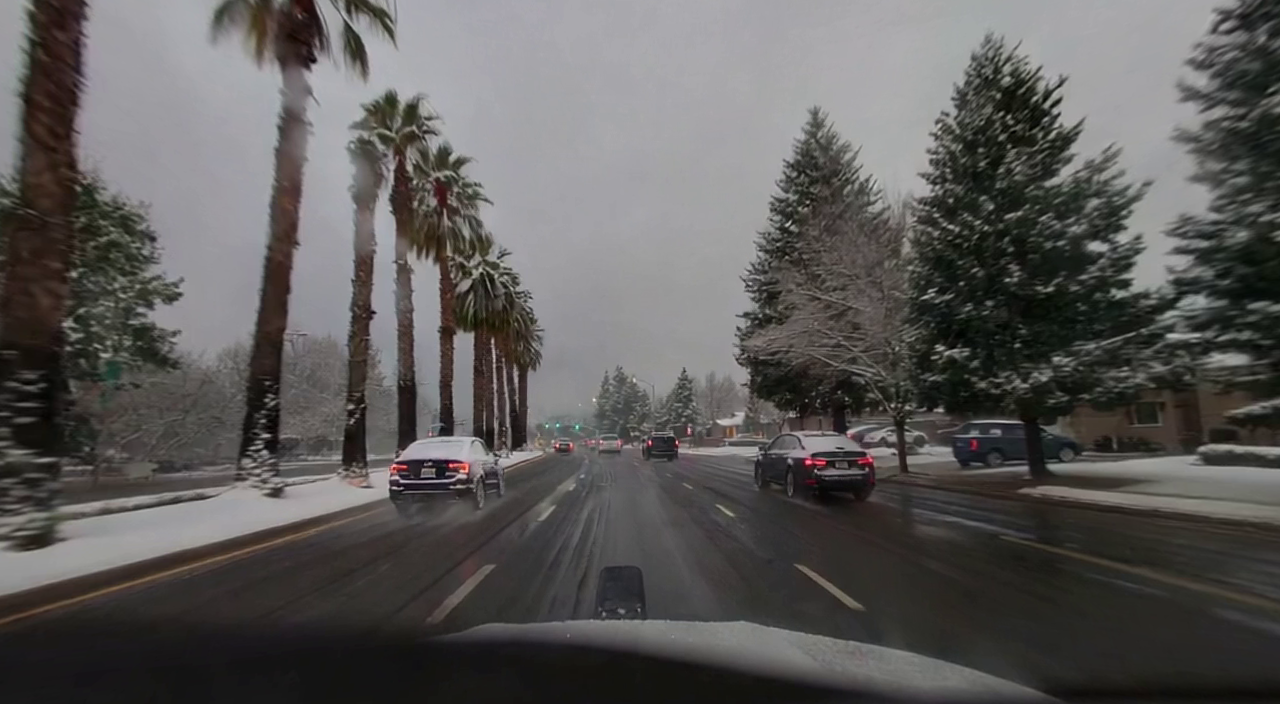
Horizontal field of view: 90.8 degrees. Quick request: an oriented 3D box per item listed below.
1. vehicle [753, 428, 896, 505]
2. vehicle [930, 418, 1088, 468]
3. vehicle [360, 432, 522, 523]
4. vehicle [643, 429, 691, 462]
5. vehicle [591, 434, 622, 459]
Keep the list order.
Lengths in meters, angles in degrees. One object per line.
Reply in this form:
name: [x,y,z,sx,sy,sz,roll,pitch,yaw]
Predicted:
vehicle: [3.980,2.541,14.442,1.870,1.491,4.009,0,-8,-3]
vehicle: [13.028,3.223,22.518,4.408,1.673,1.969,0,-8,-4]
vehicle: [-3.670,2.370,12.549,1.924,1.473,4.200,0,-8,-1]
vehicle: [1.620,6.000,40.524,2.391,1.960,5.600,1,-8,-5]
vehicle: [-2.652,7.321,48.975,2.164,1.867,4.254,1,-8,-5]
